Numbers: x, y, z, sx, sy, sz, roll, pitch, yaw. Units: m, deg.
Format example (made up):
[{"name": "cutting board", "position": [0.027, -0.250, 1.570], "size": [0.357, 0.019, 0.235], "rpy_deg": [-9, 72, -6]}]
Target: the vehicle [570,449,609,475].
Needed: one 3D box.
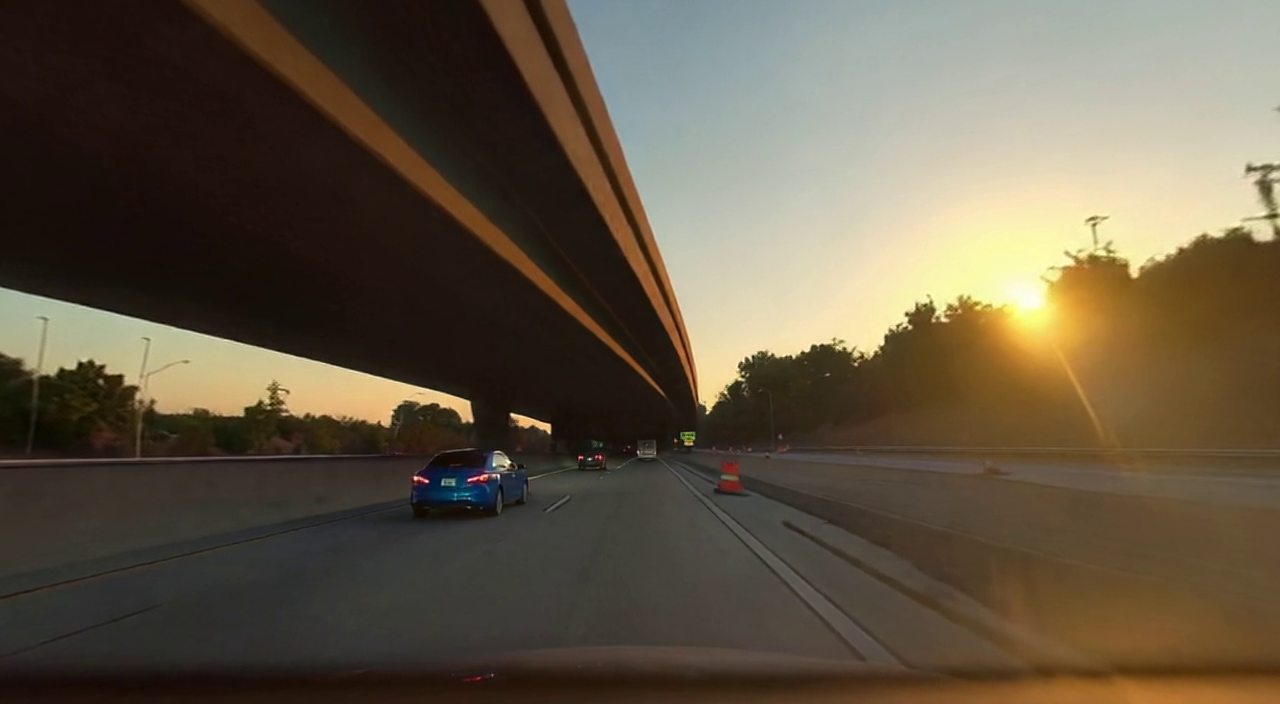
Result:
[{"name": "vehicle", "position": [-3.005, 6.664, 38.281], "size": [1.965, 1.459, 4.145], "rpy_deg": [0, -9, 0]}]

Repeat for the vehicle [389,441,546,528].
[{"name": "vehicle", "position": [-3.394, 2.702, 13.492], "size": [2.012, 1.510, 4.672], "rpy_deg": [0, -9, 0]}]
